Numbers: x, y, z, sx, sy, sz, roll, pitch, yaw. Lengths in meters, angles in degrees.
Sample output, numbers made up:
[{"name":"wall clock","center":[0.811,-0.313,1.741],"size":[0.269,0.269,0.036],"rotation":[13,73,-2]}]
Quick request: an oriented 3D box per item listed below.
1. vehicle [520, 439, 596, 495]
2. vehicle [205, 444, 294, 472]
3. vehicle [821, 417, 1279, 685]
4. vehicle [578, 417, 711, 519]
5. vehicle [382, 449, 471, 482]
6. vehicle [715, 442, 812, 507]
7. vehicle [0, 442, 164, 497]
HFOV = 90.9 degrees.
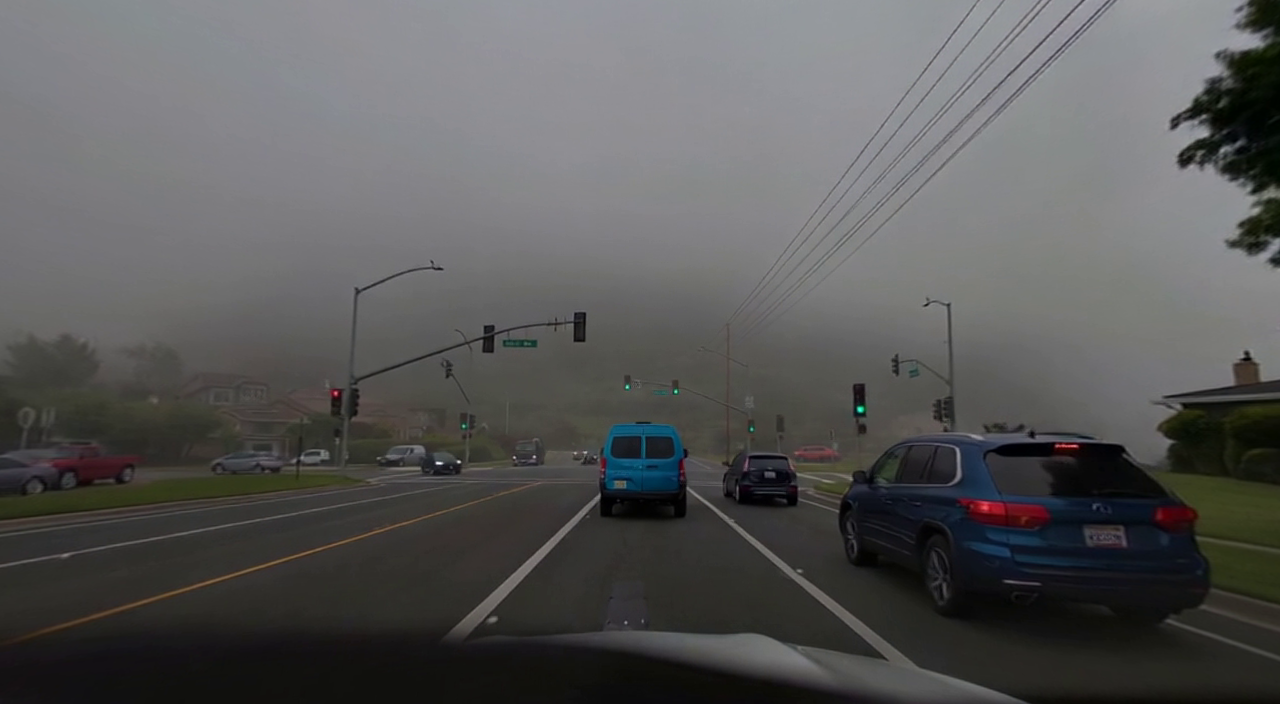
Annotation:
[{"name":"vehicle","center":[-2.790,4.034,22.539],"size":[2.059,1.749,4.458],"rotation":[0,-8,1]},{"name":"vehicle","center":[-25.192,6.815,40.717],"size":[4.428,1.738,1.886],"rotation":[0,-8,0]},{"name":"vehicle","center":[3.591,1.600,6.374],"size":[2.155,1.658,4.721],"rotation":[0,-8,1]},{"name":"vehicle","center":[0.100,2.698,15.158],"size":[2.636,2.011,5.130],"rotation":[0,-8,0]},{"name":"vehicle","center":[-11.088,5.804,32.576],"size":[4.644,1.533,2.005],"rotation":[-6,-11,36]},{"name":"vehicle","center":[3.476,3.512,18.581],"size":[1.957,1.646,4.355],"rotation":[0,-8,0]},{"name":"vehicle","center":[-20.423,4.277,23.407],"size":[1.996,1.809,4.699],"rotation":[1,-8,-5]}]
